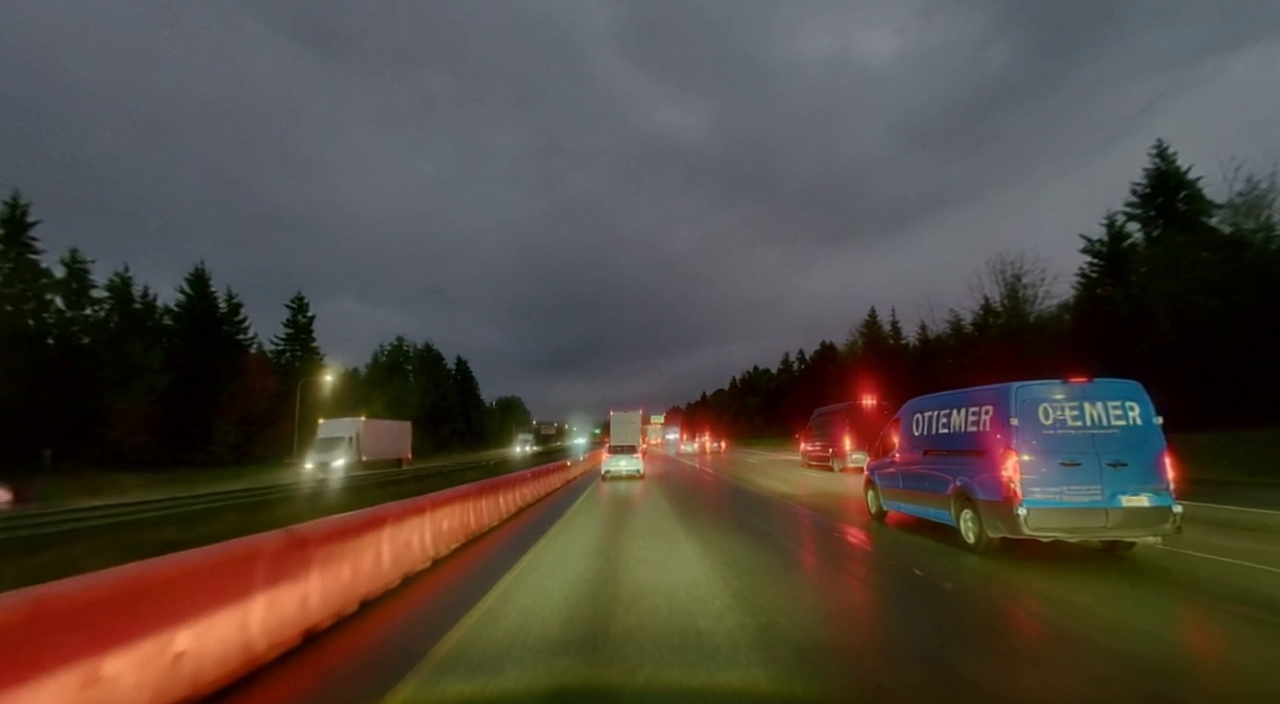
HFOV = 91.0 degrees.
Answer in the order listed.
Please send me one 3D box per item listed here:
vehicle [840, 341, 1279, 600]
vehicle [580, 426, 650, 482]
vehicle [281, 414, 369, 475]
[{"bbox_3d":[4.436,1.266,7.533,2.223,2.008,5.121,0,-8,-2],"label":"vehicle"},{"bbox_3d":[-0.765,3.326,20.717,2.100,1.636,3.620,0,-8,-1],"label":"vehicle"},{"bbox_3d":[-21.768,6.384,43.856,2.977,3.918,5.877,0,-8,0],"label":"vehicle"}]
